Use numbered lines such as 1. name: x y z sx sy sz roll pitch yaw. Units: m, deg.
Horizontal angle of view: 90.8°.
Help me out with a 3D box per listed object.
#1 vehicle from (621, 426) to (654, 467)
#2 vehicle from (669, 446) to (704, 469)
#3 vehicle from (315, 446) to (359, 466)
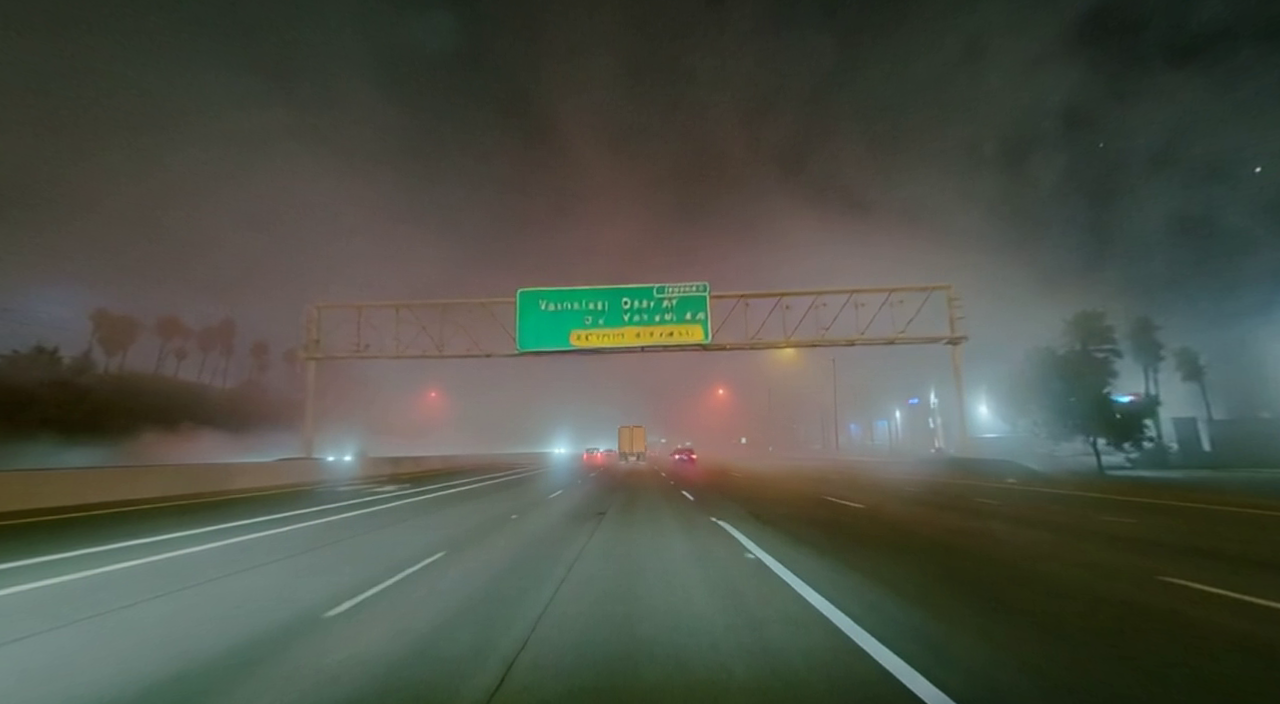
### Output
1. vehicle: -0.252 7.335 49.053 2.364 2.953 6.495 0 -9 -1
2. vehicle: 3.116 7.183 43.274 2.049 1.485 4.106 0 -9 -1
3. vehicle: -23.812 8.172 49.762 1.677 1.457 3.656 0 -9 -1
